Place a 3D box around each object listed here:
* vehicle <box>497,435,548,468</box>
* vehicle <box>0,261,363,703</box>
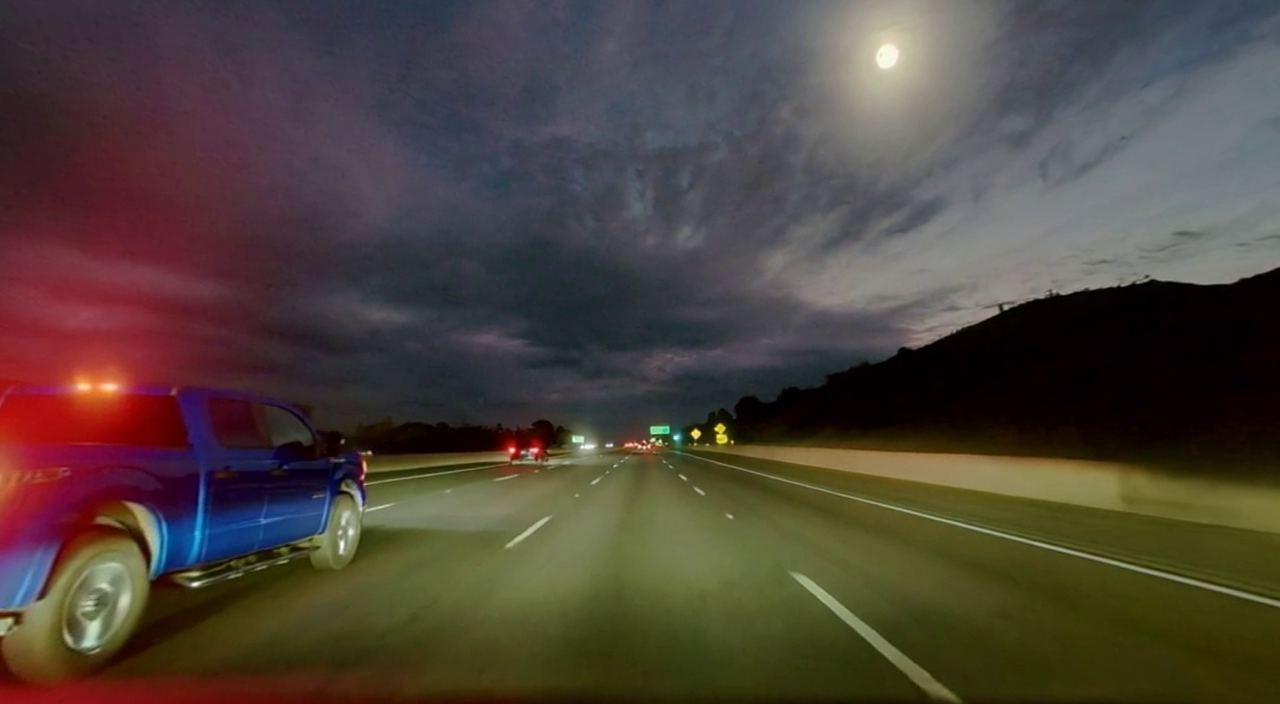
[{"bbox_3d":[-7.398,6.340,40.224,2.260,1.917,5.499,0,-9,0],"label":"vehicle"},{"bbox_3d":[-3.753,0.664,2.664,2.339,2.004,6.171,0,-9,0],"label":"vehicle"}]
